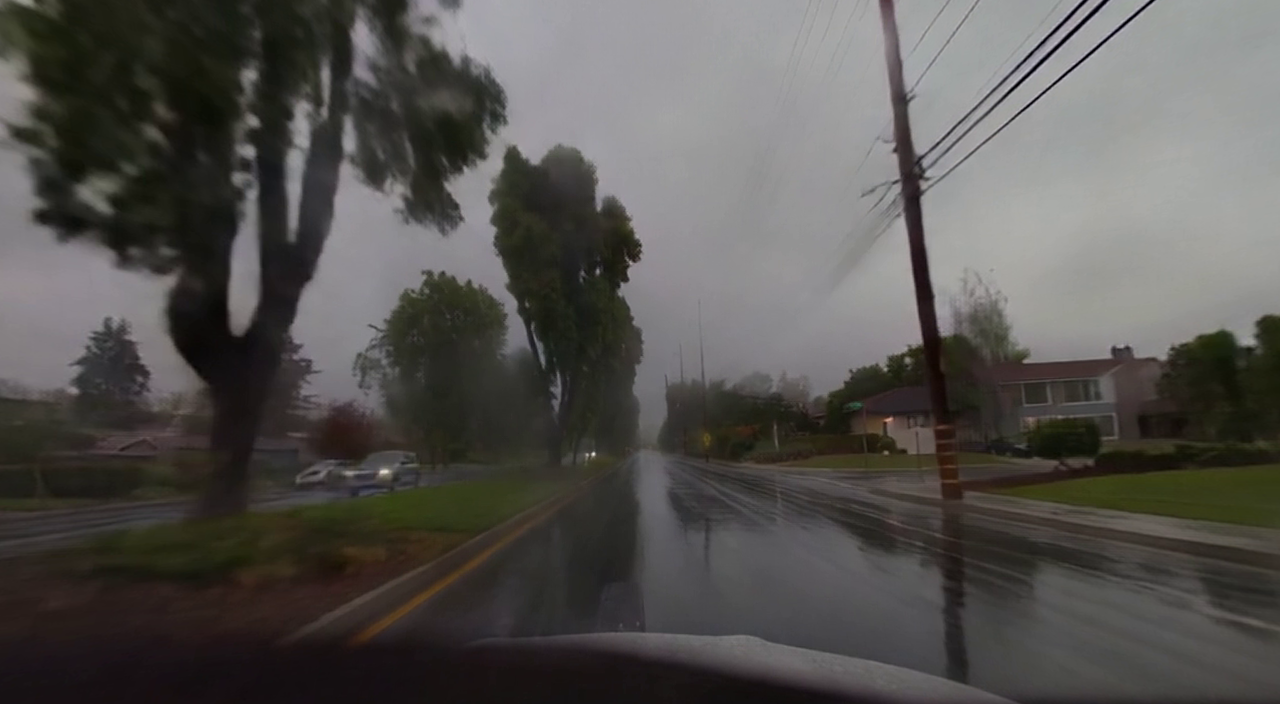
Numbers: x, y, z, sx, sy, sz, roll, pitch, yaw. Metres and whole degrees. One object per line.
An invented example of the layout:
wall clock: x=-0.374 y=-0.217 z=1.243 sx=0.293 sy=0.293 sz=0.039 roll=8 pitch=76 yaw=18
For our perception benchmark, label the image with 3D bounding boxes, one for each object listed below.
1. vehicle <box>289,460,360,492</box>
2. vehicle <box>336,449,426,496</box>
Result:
vehicle: x=-19.036 y=7.451 z=38.356 sx=1.955 sy=1.584 sz=4.664 roll=-4 pitch=-9 yaw=-1
vehicle: x=-10.376 y=4.825 z=25.693 sx=1.933 sy=1.709 sz=4.063 roll=0 pitch=-9 yaw=0
